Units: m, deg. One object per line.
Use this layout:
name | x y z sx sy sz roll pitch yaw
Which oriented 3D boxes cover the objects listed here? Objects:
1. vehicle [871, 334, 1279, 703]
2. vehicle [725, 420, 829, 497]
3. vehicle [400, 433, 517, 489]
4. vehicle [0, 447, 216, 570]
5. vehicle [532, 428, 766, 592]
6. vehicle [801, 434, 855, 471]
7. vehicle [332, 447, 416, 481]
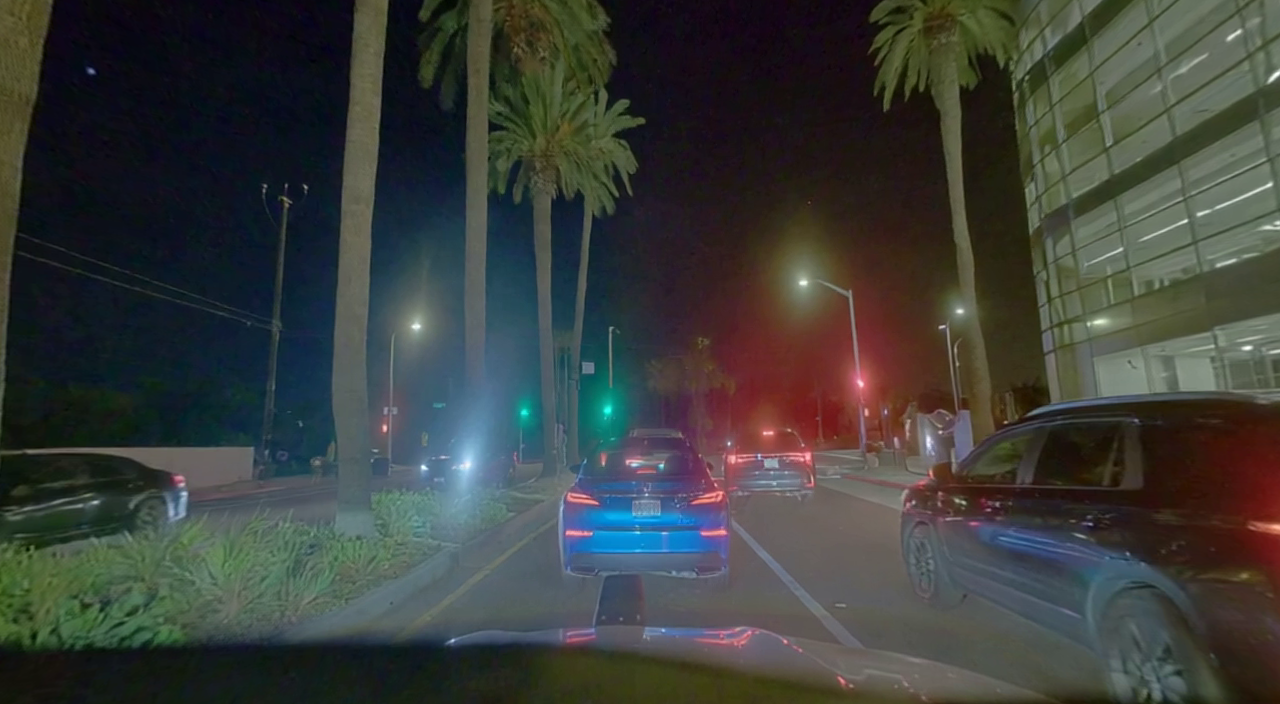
vehicle | 3.277 1.078 4.037 2.003 1.733 4.319 0 -8 1
vehicle | 3.743 3.025 18.262 2.226 1.897 4.765 -1 -8 4
vehicle | -6.062 3.693 21.749 2.053 1.693 4.198 -2 -9 13
vehicle | -8.885 2.139 9.081 2.104 1.492 4.693 -1 -8 4
vehicle | 0.130 1.715 7.712 2.088 1.452 3.993 -1 -8 2
vehicle | 9.620 5.177 32.717 2.093 1.725 4.638 -2 -9 10
vehicle | -13.198 5.556 31.700 1.965 1.507 4.725 -1 -8 3
